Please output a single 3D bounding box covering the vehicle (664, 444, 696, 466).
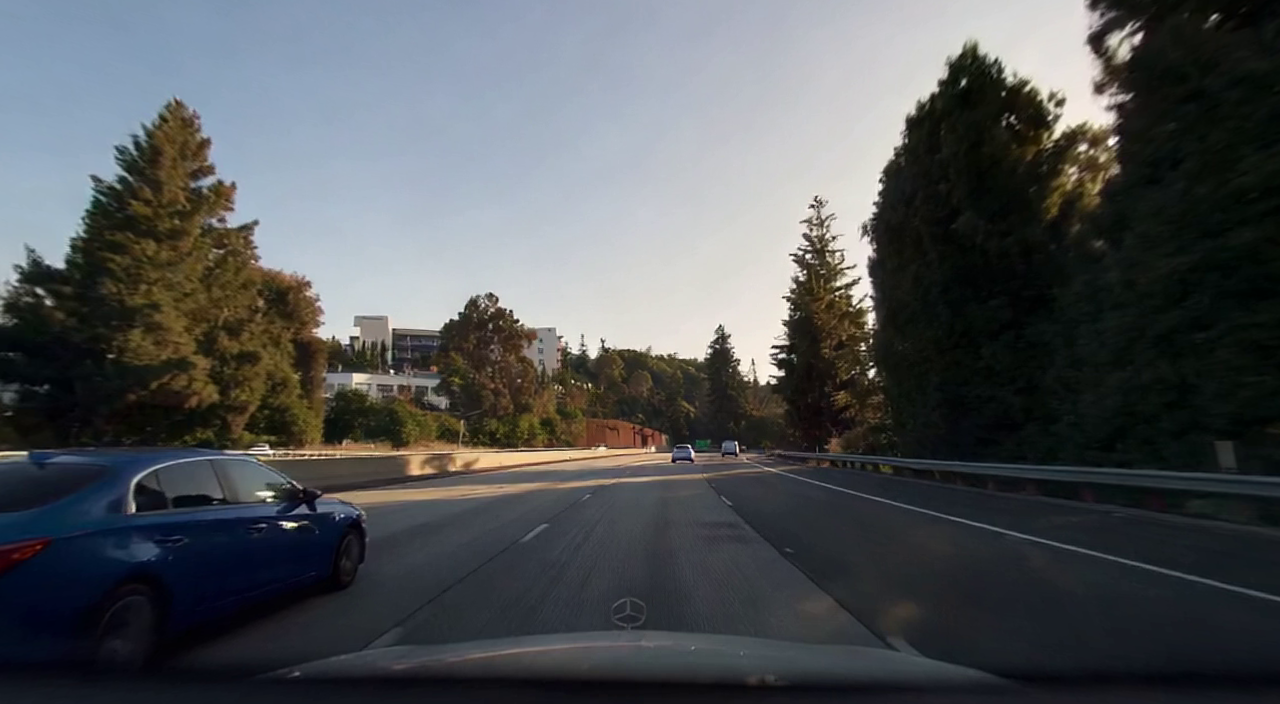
[{"bbox_3d":[2.811,7.153,44.053,2.158,1.458,3.656,-1,-9,5],"label":"vehicle"}]

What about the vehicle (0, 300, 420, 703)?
[{"bbox_3d":[-3.291,0.967,3.670,2.185,1.823,4.854,0,-9,1],"label":"vehicle"}]
